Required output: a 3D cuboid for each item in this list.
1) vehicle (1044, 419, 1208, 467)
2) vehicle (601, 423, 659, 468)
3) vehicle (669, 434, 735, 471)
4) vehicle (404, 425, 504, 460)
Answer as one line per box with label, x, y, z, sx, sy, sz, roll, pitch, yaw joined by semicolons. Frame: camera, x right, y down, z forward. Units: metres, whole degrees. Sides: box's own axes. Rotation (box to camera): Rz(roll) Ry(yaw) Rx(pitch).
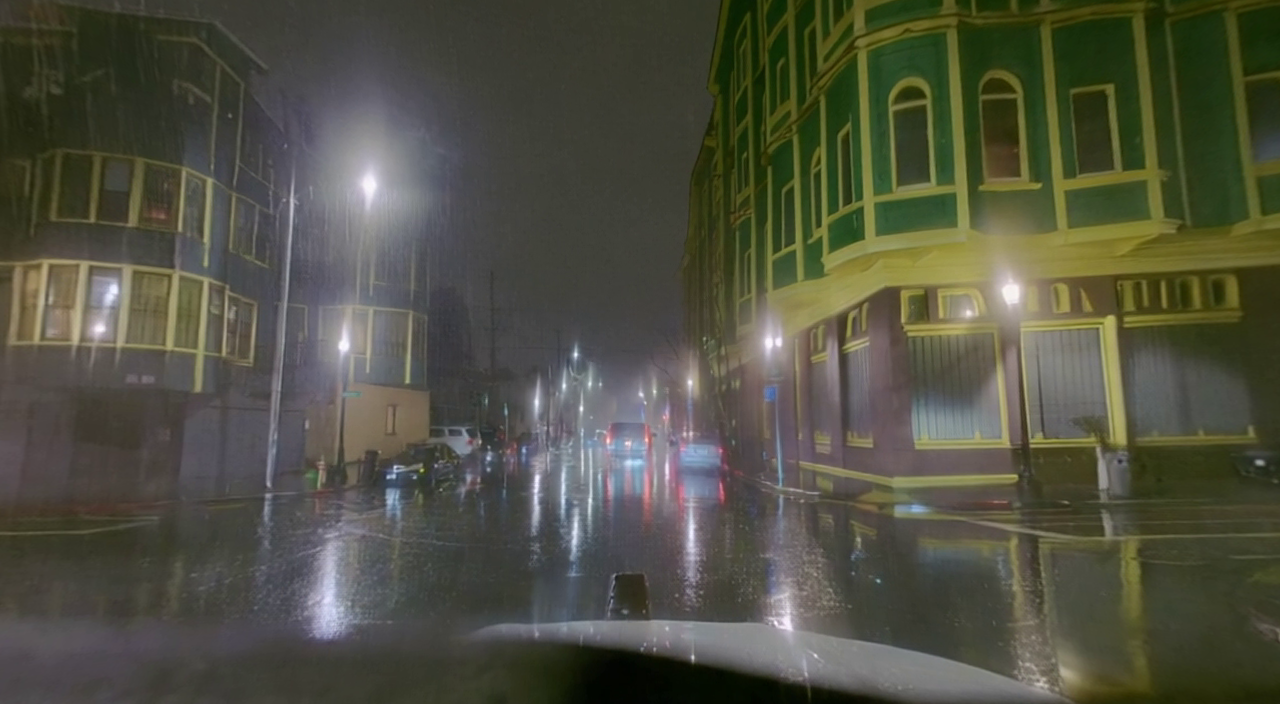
vehicle;15.414;2.914;20.143;3.752;1.453;1.709;0;-9;2
vehicle;-0.545;4.254;28.686;2.412;1.834;4.636;0;-9;-3
vehicle;2.538;4.289;27.049;2.290;1.456;4.503;0;-8;-1
vehicle;-11.441;5.589;38.872;5.540;1.950;2.113;4;-12;-28
